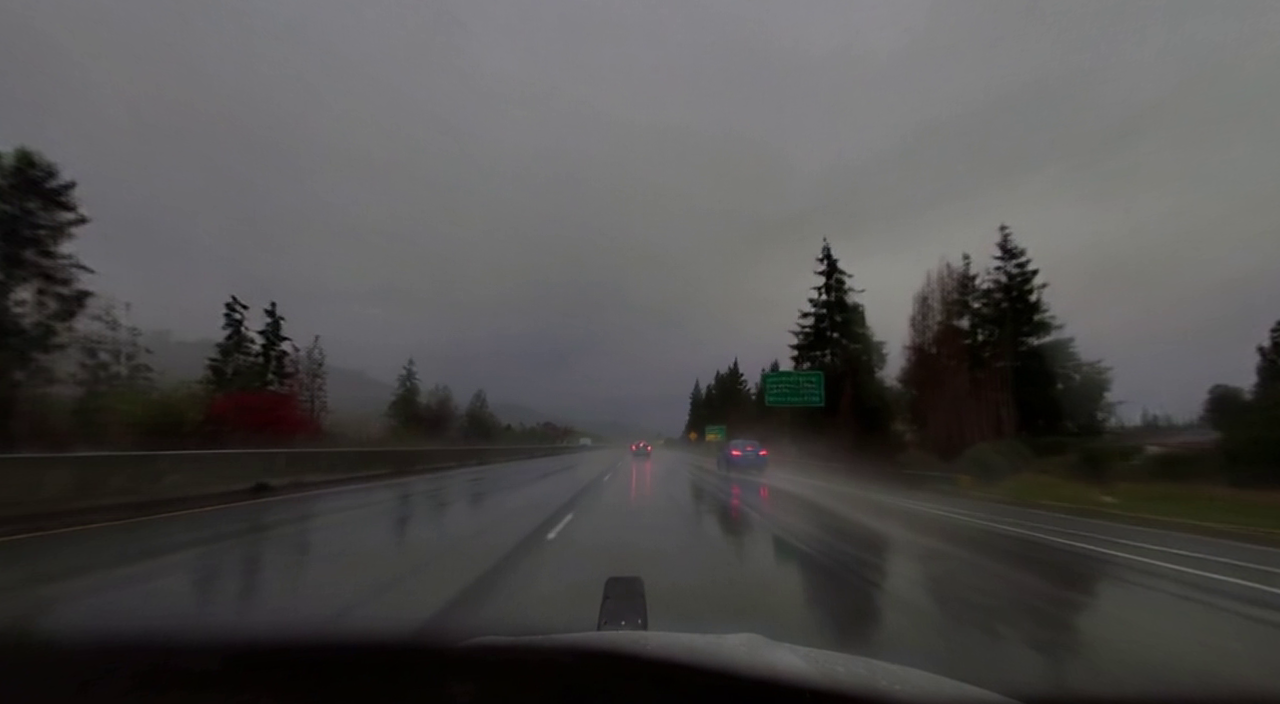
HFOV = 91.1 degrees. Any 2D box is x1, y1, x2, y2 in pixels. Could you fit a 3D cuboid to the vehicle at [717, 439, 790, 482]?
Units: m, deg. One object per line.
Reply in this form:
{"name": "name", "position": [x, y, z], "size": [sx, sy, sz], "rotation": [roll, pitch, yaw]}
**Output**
{"name": "vehicle", "position": [4.410, 4.283, 25.061], "size": [2.008, 1.524, 4.598], "rotation": [0, -8, -1]}

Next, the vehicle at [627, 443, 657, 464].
{"name": "vehicle", "position": [0.119, 7.390, 45.716], "size": [2.052, 1.449, 3.857], "rotation": [0, -8, 0]}
